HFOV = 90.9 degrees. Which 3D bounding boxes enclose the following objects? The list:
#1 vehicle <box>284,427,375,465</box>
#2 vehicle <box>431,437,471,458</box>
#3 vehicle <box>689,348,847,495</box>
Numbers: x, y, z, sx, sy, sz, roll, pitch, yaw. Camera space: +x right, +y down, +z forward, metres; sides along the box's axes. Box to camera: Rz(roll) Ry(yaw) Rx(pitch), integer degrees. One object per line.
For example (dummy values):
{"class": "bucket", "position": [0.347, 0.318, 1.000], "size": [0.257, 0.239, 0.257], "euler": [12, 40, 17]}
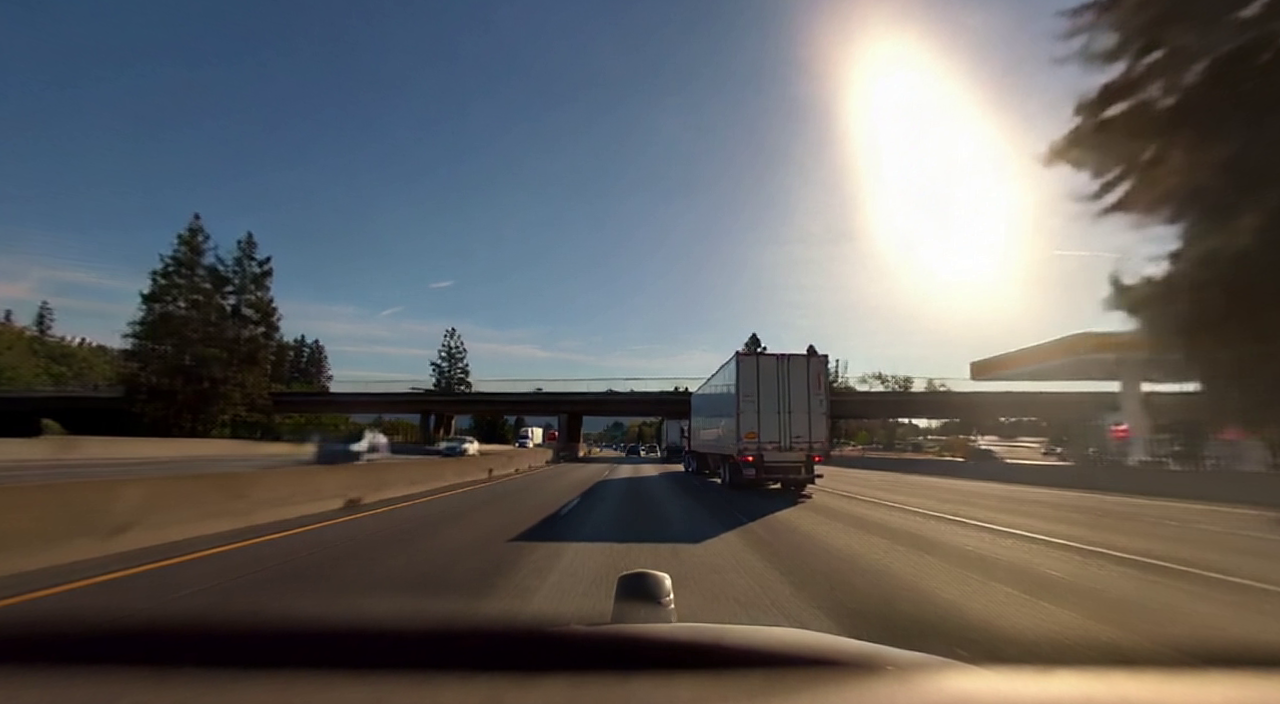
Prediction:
{"class": "vehicle", "position": [-12.759, 3.895, 26.163], "size": [1.804, 1.444, 3.850], "euler": [0, -9, -1]}
{"class": "vehicle", "position": [-13.078, 6.649, 43.815], "size": [1.719, 1.433, 3.631], "euler": [0, -9, -1]}
{"class": "vehicle", "position": [3.983, 2.906, 24.106], "size": [2.922, 3.987, 14.038], "euler": [0, -9, -1]}
